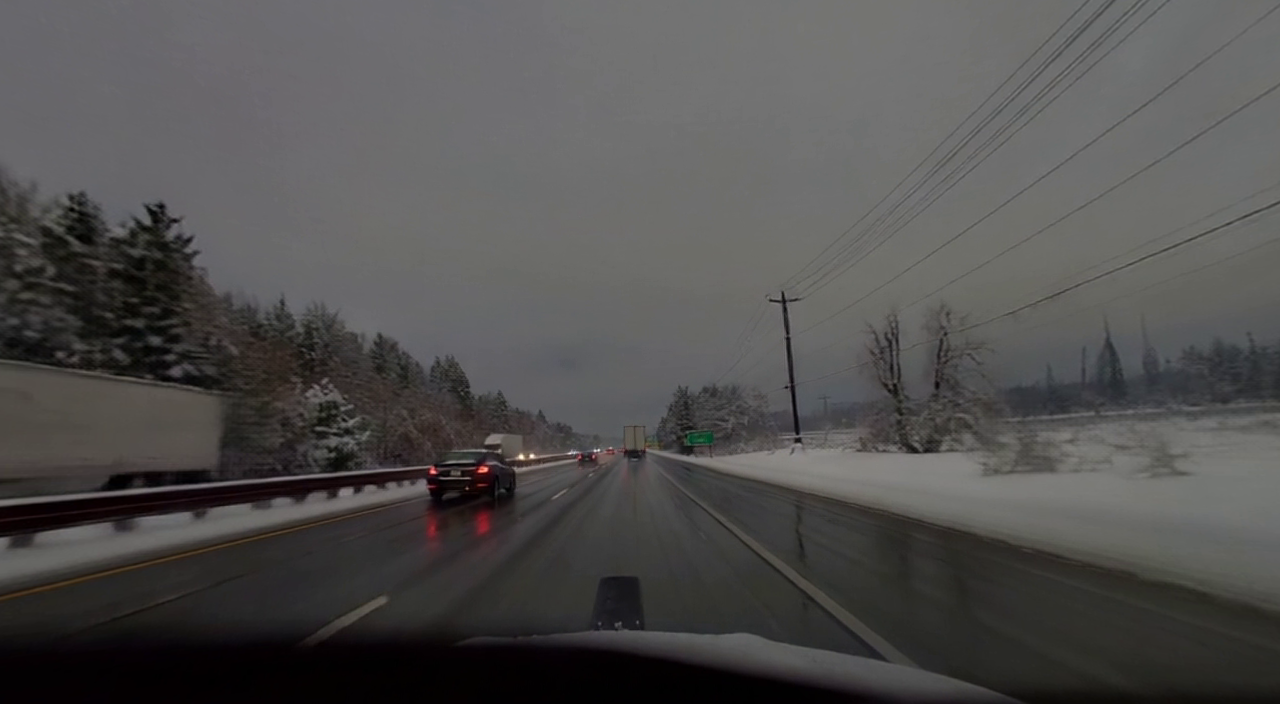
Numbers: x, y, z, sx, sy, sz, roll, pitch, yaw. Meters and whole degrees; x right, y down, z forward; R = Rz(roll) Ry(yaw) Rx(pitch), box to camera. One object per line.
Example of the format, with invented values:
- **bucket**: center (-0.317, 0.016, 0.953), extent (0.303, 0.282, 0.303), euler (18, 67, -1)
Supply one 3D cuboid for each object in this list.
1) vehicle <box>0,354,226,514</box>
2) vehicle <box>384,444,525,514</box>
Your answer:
- **vehicle**: center (-17.970, 2.361, 17.766), extent (2.933, 4.087, 14.392), euler (0, -9, 0)
- **vehicle**: center (-4.306, 3.024, 15.496), extent (2.106, 1.445, 4.404), euler (0, -9, 0)
